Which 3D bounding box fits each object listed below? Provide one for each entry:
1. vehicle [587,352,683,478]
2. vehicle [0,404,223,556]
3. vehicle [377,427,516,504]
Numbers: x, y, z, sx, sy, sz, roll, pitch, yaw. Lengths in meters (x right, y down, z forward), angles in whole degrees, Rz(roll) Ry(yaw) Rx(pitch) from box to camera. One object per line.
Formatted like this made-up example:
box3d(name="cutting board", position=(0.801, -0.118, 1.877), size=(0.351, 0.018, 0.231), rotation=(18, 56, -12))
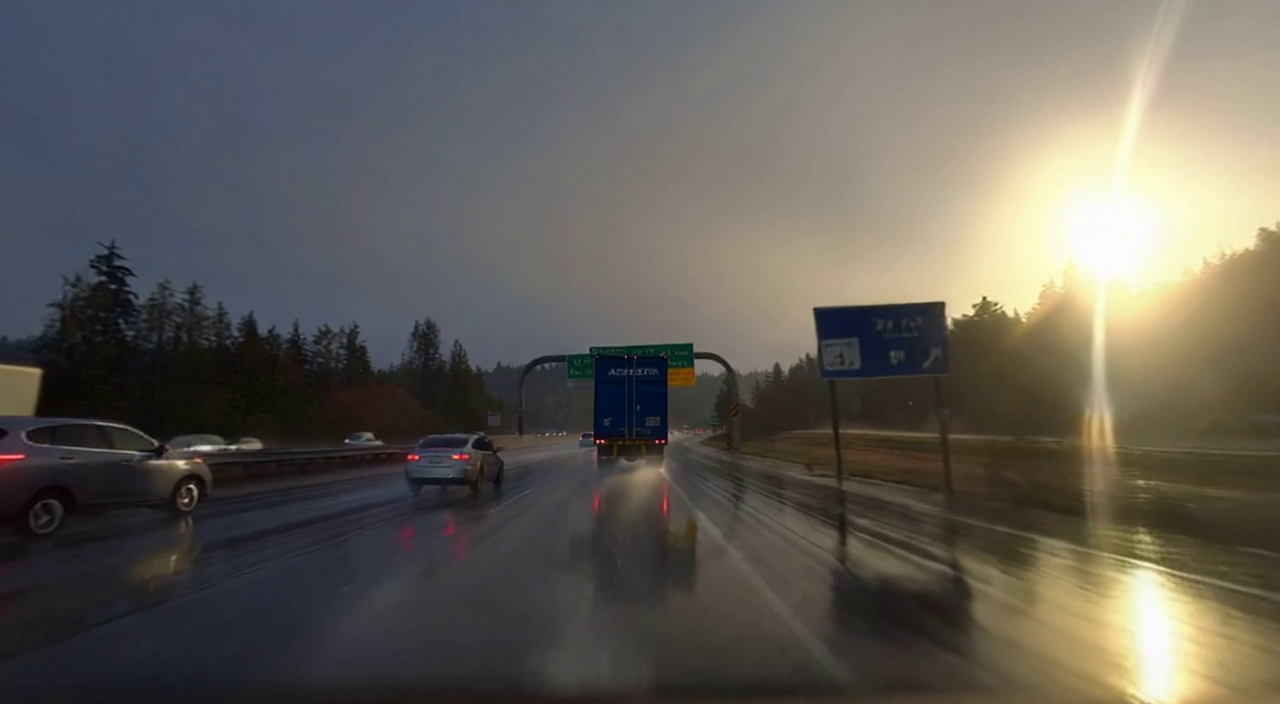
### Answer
box3d(name="vehicle", position=(-0.219, 2.771, 26.011), size=(3.118, 4.106, 10.719), rotation=(0, -8, -1))
box3d(name="vehicle", position=(-8.063, 1.637, 8.547), size=(1.990, 1.654, 4.129), rotation=(0, -8, -1))
box3d(name="vehicle", position=(-4.176, 2.482, 14.274), size=(1.933, 1.492, 3.838), rotation=(0, -8, 0))
